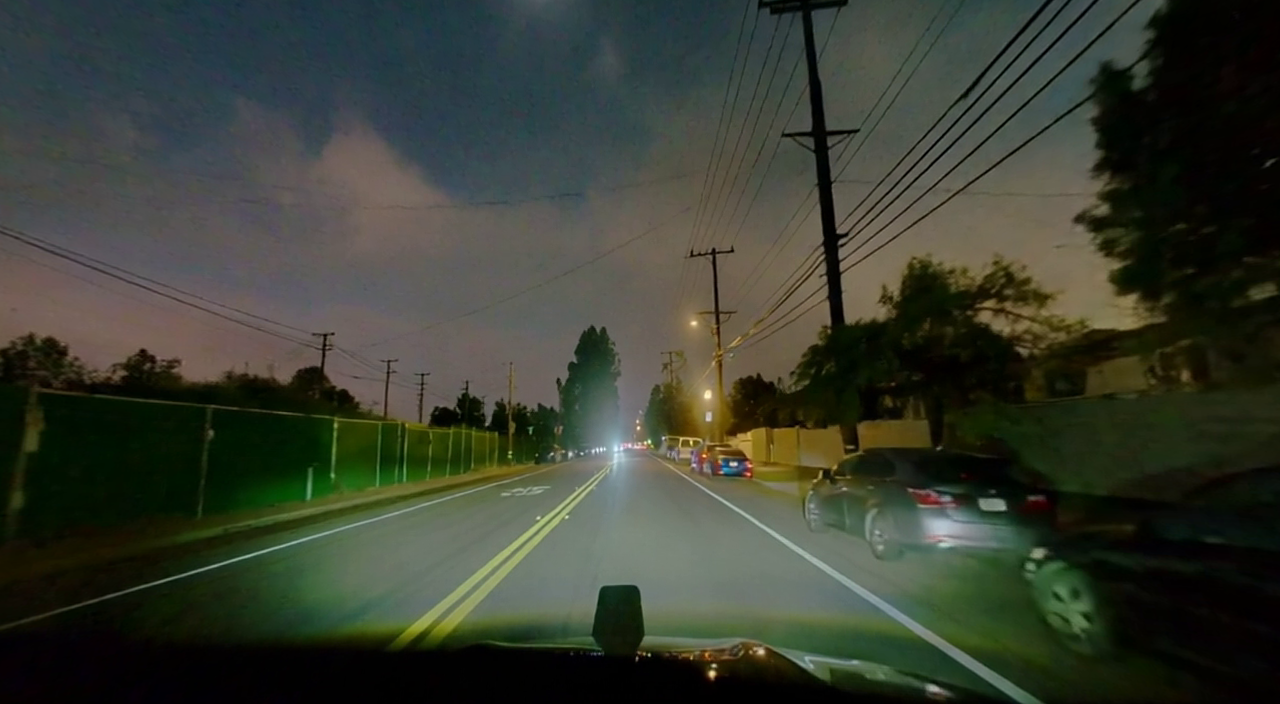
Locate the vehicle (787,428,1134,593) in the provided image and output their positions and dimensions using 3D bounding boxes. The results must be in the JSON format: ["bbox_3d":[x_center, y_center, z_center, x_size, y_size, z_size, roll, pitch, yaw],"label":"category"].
[{"bbox_3d":[3.528,1.810,8.230,2.029,1.513,4.577,0,-8,-1],"label":"vehicle"}]

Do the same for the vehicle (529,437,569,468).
[{"bbox_3d":[-6.830,7.552,47.971,2.268,2.154,5.321,0,-8,0],"label":"vehicle"}]

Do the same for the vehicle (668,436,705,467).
[{"bbox_3d":[3.152,6.898,43.851,2.053,2.005,5.495,0,-8,-1],"label":"vehicle"}]

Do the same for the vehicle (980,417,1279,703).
[{"bbox_3d":[3.441,0.977,2.412,1.812,1.454,4.395,0,-8,0],"label":"vehicle"}]

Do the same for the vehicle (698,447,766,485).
[{"bbox_3d":[3.495,4.414,24.832,1.984,1.342,4.066,0,-8,-1],"label":"vehicle"}]
